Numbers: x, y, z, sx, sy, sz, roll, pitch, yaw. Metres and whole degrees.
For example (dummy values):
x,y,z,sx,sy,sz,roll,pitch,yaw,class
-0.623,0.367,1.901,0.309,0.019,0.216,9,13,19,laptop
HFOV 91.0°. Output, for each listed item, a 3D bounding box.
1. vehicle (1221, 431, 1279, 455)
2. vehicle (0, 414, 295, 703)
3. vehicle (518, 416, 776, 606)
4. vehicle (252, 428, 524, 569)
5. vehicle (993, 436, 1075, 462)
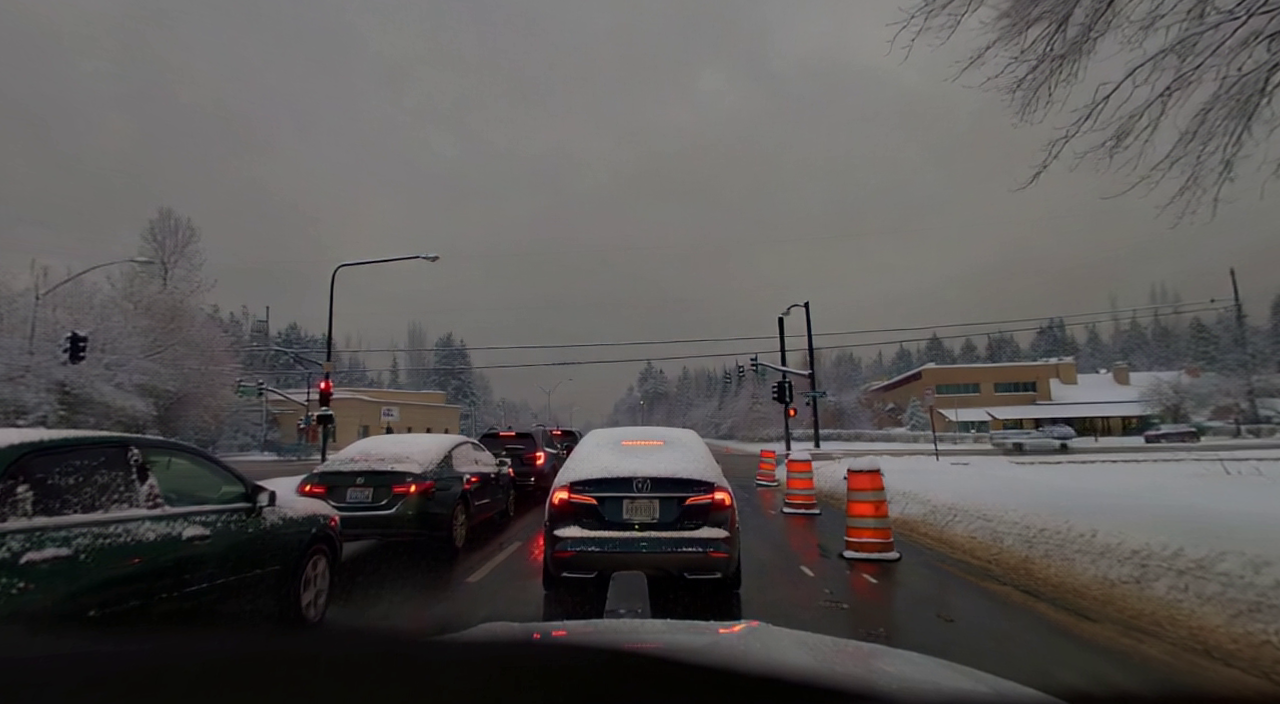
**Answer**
x,y,z,sx,sy,sz,roll,pitch,yaw,class
41.135,5.932,40.883,4.807,1.504,1.837,0,-9,1,vehicle
-3.592,0.943,2.159,2.064,1.497,4.722,0,-9,1,vehicle
0.102,1.622,7.219,2.167,1.560,3.676,0,-9,1,vehicle
-3.273,2.000,9.450,1.989,1.541,4.626,0,-9,2,vehicle
25.523,6.285,40.833,4.051,1.583,1.794,0,-9,1,vehicle
